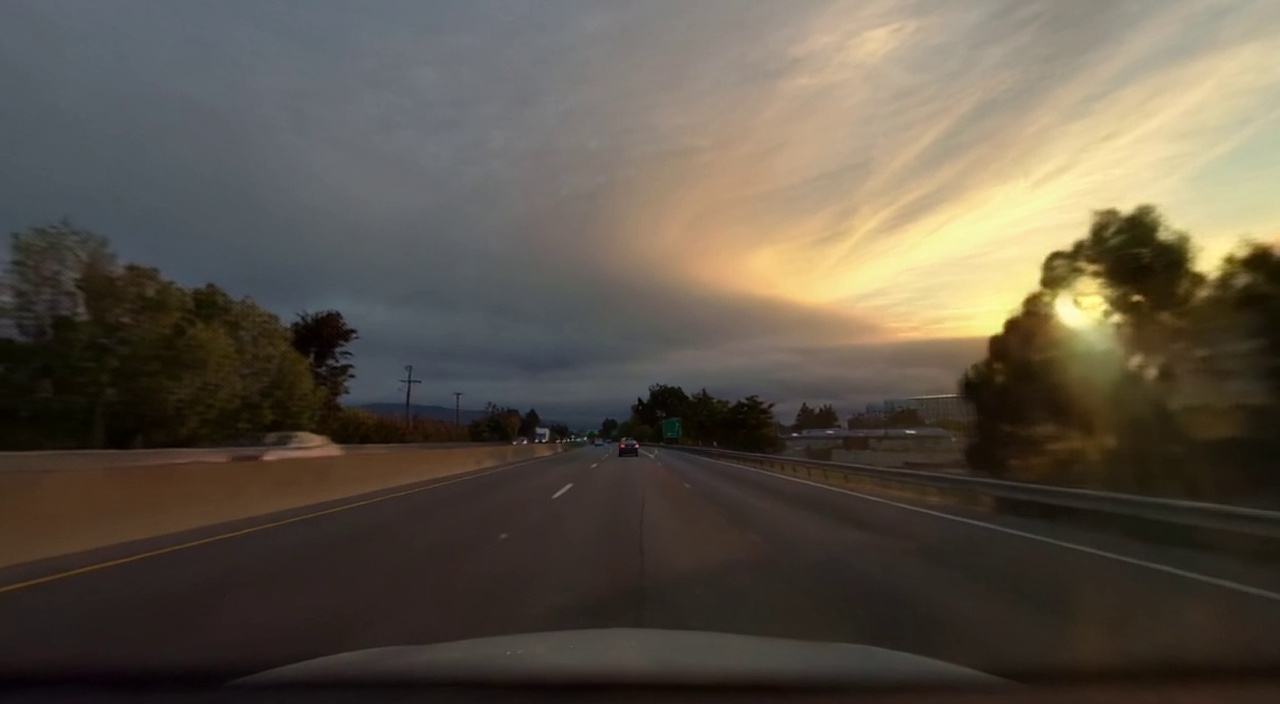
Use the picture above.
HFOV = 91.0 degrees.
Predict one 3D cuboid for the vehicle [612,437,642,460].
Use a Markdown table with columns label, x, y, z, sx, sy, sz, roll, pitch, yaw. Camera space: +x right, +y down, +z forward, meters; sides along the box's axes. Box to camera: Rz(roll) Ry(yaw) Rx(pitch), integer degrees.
| label | x | y | z | sx | sy | sz | roll | pitch | yaw |
| --- | --- | --- | --- | --- | --- | --- | --- | --- | --- |
| vehicle | -0.967 | 6.883 | 45.066 | 2.099 | 1.504 | 3.843 | 0 | -8 | -2 |

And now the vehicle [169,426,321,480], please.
| label | x | y | z | sx | sy | sz | roll | pitch | yaw |
| --- | --- | --- | --- | --- | --- | --- | --- | --- | --- |
| vehicle | -12.384 | 3.193 | 20.209 | 1.901 | 1.507 | 4.711 | 0 | -8 | -1 |
